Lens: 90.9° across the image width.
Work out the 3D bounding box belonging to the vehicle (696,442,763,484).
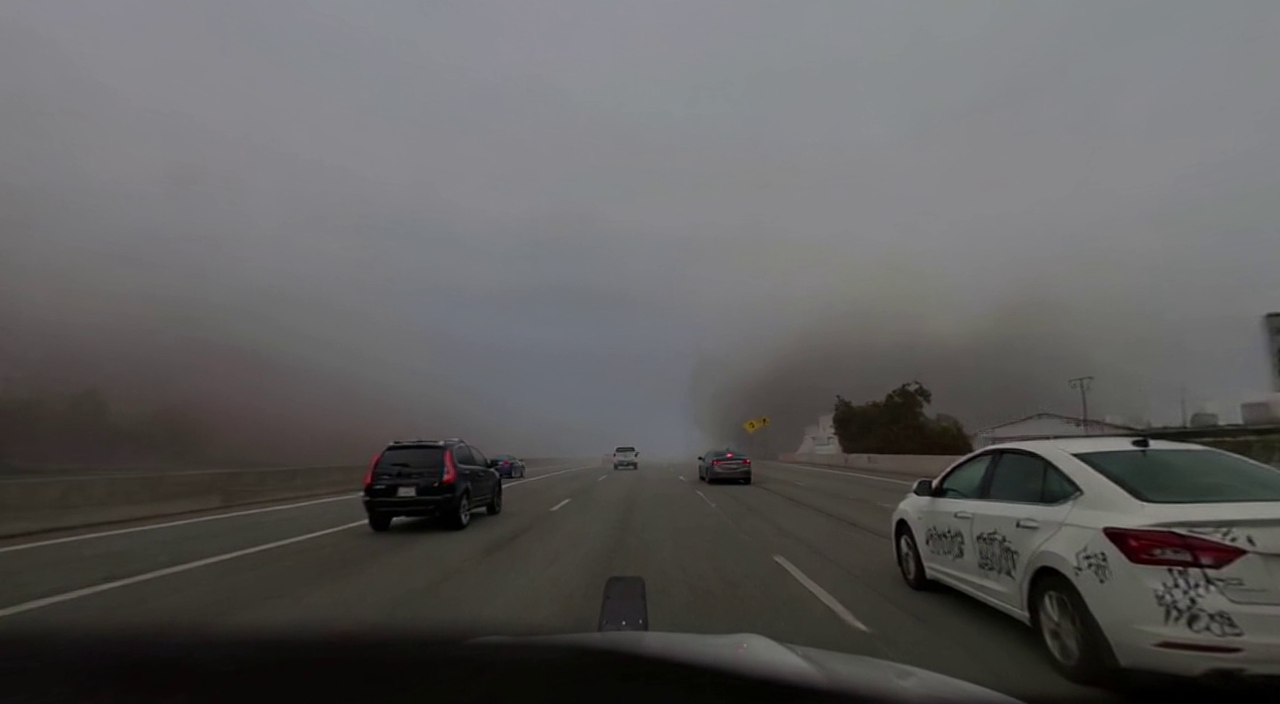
[{"bbox_3d":[3.268,4.137,23.801,1.854,1.438,3.954,0,-8,-1],"label":"vehicle"}]

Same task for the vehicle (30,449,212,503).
[{"bbox_3d":[-19.682,4.679,24.432,2.117,1.790,5.755,0,-8,1],"label":"vehicle"}]

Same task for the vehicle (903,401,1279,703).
[{"bbox_3d":[3.637,1.195,4.190,1.912,1.509,4.291,0,-8,0],"label":"vehicle"}]

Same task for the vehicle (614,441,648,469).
[{"bbox_3d":[-0.635,6.932,42.523,2.183,1.764,4.134,0,-8,-1],"label":"vehicle"}]

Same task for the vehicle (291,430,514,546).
[{"bbox_3d":[-3.705,2.190,10.882,2.136,1.571,4.285,0,-8,1],"label":"vehicle"}]
